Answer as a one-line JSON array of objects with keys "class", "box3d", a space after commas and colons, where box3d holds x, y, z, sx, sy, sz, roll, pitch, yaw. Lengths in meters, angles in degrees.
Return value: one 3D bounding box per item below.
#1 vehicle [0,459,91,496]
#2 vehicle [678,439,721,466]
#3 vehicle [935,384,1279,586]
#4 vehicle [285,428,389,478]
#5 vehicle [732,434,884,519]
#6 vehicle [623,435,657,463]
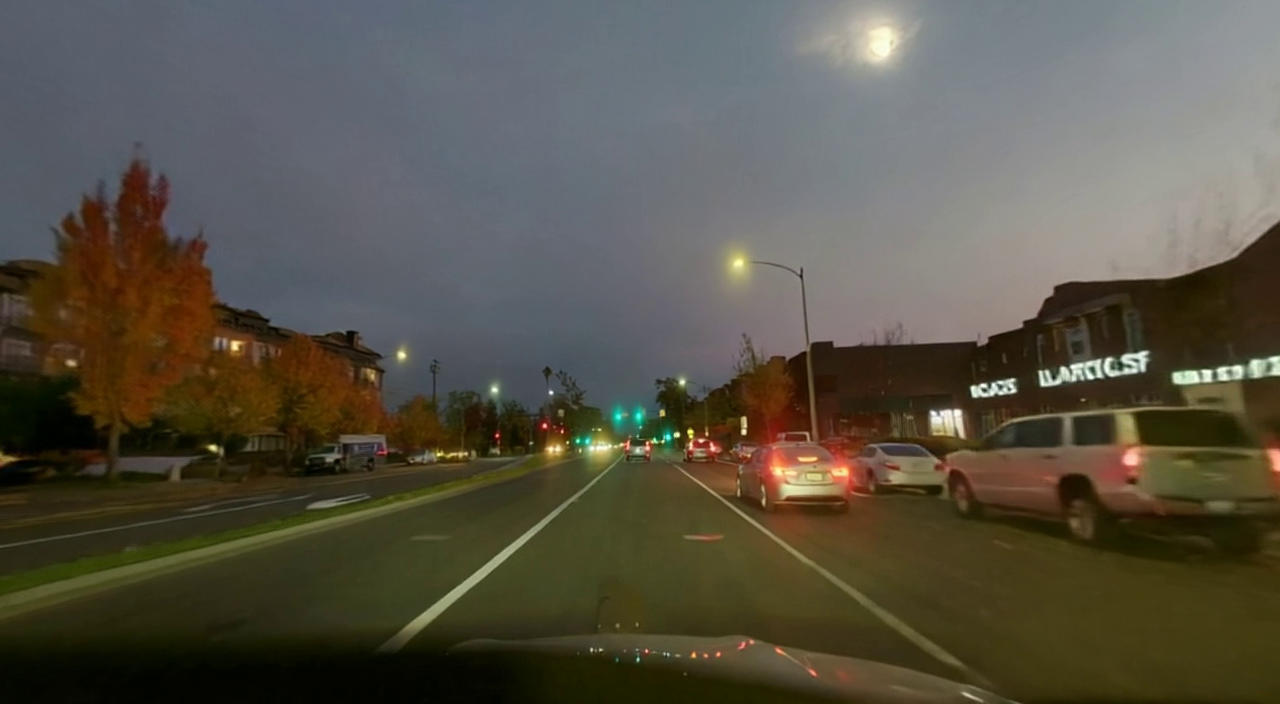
[{"class": "vehicle", "box3d": [-30.530, 6.232, 31.449, 4.370, 1.725, 2.052, -1, -9, 5]}, {"class": "vehicle", "box3d": [3.560, 6.131, 38.556, 2.178, 1.546, 4.311, 0, -8, 0]}, {"class": "vehicle", "box3d": [6.841, 1.713, 9.059, 2.378, 1.946, 5.826, 0, -8, 0]}, {"class": "vehicle", "box3d": [-22.271, 7.495, 47.115, 2.961, 3.271, 9.547, 0, -9, 1]}, {"class": "vehicle", "box3d": [3.349, 2.572, 13.604, 1.977, 1.498, 4.521, 0, -8, -1]}, {"class": "vehicle", "box3d": [0.015, 6.713, 43.636, 2.239, 1.856, 4.815, 0, -8, 0]}]
